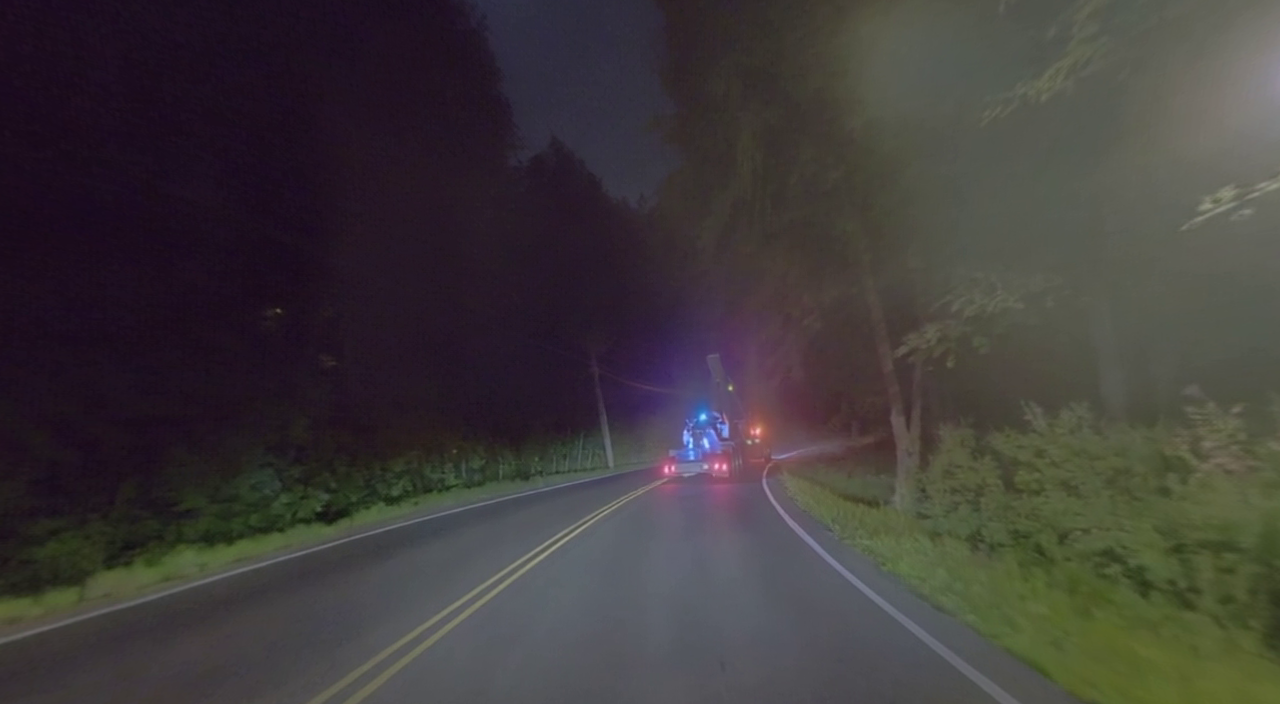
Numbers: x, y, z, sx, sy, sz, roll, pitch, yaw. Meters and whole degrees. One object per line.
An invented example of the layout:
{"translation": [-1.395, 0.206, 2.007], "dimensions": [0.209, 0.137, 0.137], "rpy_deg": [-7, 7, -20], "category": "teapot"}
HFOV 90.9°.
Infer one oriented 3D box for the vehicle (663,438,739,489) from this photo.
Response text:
{"translation": [2.044, 3.590, 20.723], "dimensions": [2.196, 1.465, 4.294], "rpy_deg": [-1, -8, 7], "category": "vehicle"}
